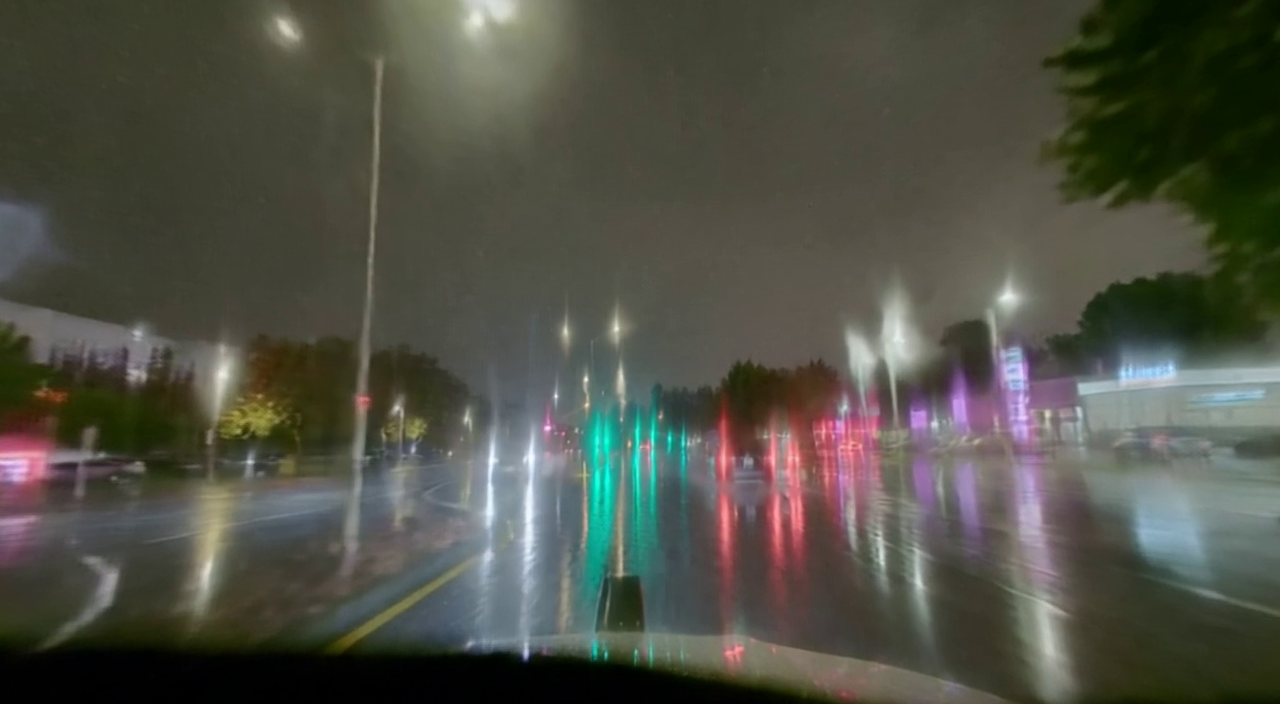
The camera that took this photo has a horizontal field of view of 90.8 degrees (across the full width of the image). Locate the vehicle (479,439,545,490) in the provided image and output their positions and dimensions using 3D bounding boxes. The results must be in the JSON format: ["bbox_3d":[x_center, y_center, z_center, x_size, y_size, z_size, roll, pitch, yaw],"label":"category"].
[{"bbox_3d":[-4.241,3.787,21.474,1.905,1.471,4.302,-1,-9,-8],"label":"vehicle"}]

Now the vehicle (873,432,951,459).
[{"bbox_3d":[17.543,6.008,40.695,4.591,1.645,1.914,4,-9,-24],"label":"vehicle"}]

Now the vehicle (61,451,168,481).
[{"bbox_3d":[-28.341,6.131,34.090,4.717,1.485,1.926,-2,-9,14],"label":"vehicle"}]

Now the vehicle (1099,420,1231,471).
[{"bbox_3d":[18.851,3.343,22.653,4.524,1.653,2.109,5,-10,-30],"label":"vehicle"}]

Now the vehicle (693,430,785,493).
[{"bbox_3d":[2.866,3.287,19.275,1.963,1.677,4.229,0,-8,-2],"label":"vehicle"}]

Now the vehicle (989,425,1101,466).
[{"bbox_3d":[18.156,4.168,28.331,4.446,1.692,2.184,4,-10,-28],"label":"vehicle"}]

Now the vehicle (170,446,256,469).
[{"bbox_3d":[-29.728,7.324,44.052,4.500,1.559,2.001,0,-8,1],"label":"vehicle"}]

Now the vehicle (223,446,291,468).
[{"bbox_3d":[-30.064,8.253,49.624,3.990,1.569,2.071,-1,-9,-2],"label":"vehicle"}]
